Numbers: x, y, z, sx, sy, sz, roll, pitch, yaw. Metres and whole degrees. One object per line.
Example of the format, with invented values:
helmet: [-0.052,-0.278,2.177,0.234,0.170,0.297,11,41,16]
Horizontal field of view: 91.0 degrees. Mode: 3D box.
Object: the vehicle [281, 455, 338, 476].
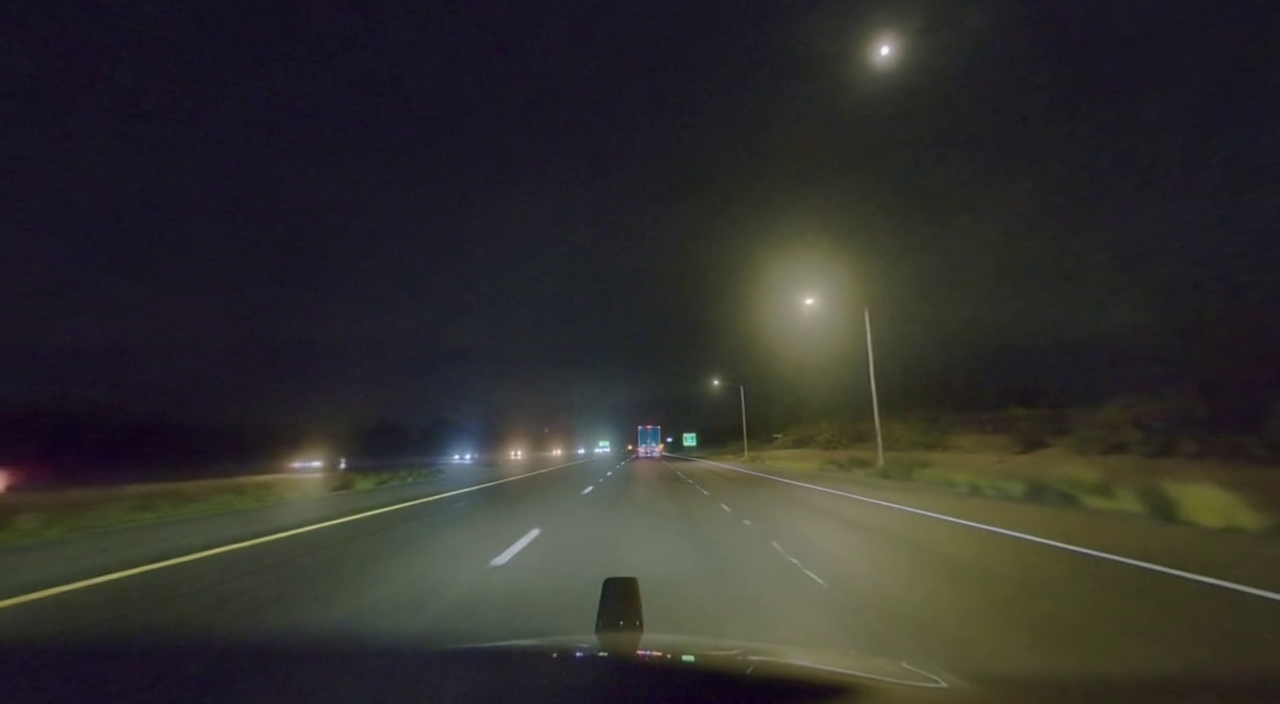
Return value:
vehicle: [-25.488,8.773,48.750,1.888,1.506,4.467,0,-9,1]
